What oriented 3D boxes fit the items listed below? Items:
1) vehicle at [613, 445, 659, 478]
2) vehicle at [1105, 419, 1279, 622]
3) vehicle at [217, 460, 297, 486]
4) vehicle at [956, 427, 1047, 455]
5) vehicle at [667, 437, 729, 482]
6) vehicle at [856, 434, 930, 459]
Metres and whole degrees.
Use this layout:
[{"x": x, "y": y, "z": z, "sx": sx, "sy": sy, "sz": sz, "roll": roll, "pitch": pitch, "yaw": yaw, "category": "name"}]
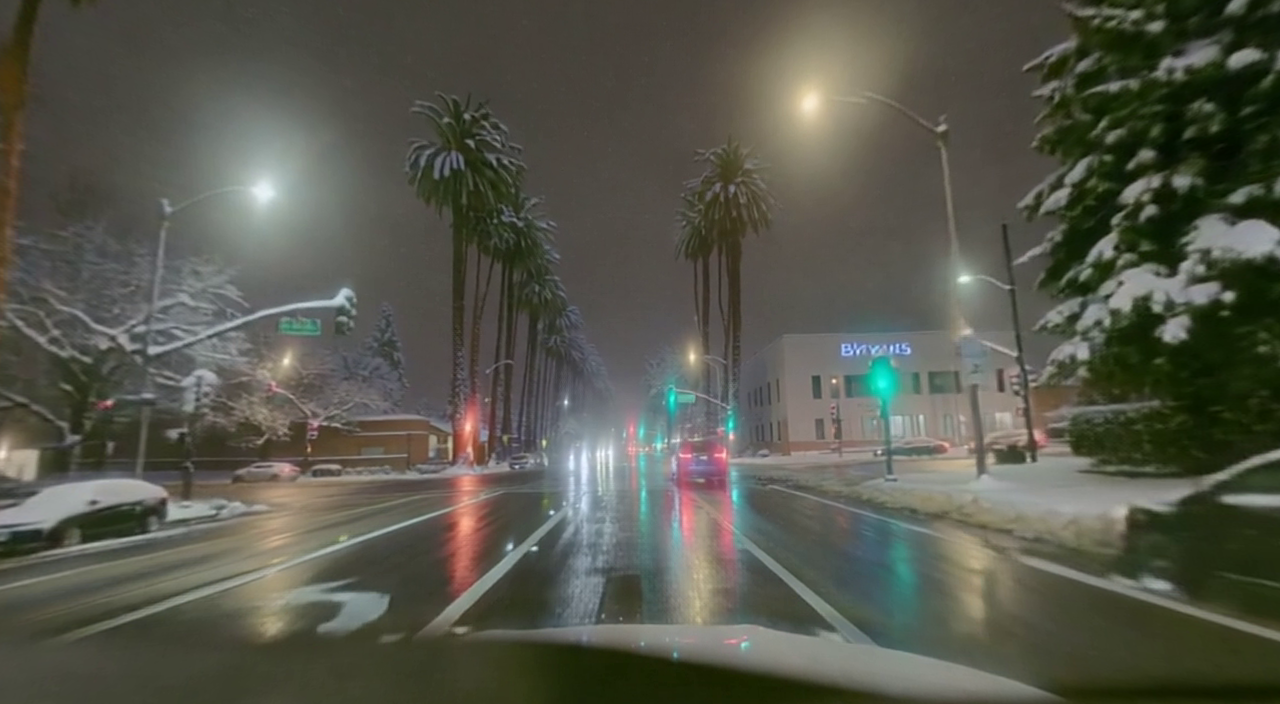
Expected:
[{"x": -0.236, "y": 5.200, "z": 30.283, "sx": 2.088, "sy": 1.452, "sz": 3.993, "roll": 0, "pitch": -8, "yaw": -2, "category": "vehicle"}, {"x": 6.302, "y": 1.330, "z": 4.874, "sx": 2.157, "sy": 1.640, "sz": 4.228, "roll": 0, "pitch": -8, "yaw": 0, "category": "vehicle"}, {"x": -28.528, "y": 9.010, "z": 47.184, "sx": 4.570, "sy": 1.741, "sz": 2.107, "roll": 0, "pitch": -8, "yaw": -1, "category": "vehicle"}, {"x": 25.764, "y": 6.378, "z": 45.160, "sx": 5.130, "sy": 1.875, "sz": 2.118, "roll": 0, "pitch": -8, "yaw": -2, "category": "vehicle"}, {"x": 2.294, "y": 4.404, "z": 26.199, "sx": 2.003, "sy": 1.702, "sz": 4.288, "roll": 0, "pitch": -8, "yaw": -3, "category": "vehicle"}, {"x": 17.801, "y": 6.651, "z": 44.560, "sx": 4.277, "sy": 1.665, "sz": 2.006, "roll": 0, "pitch": -8, "yaw": -2, "category": "vehicle"}]
